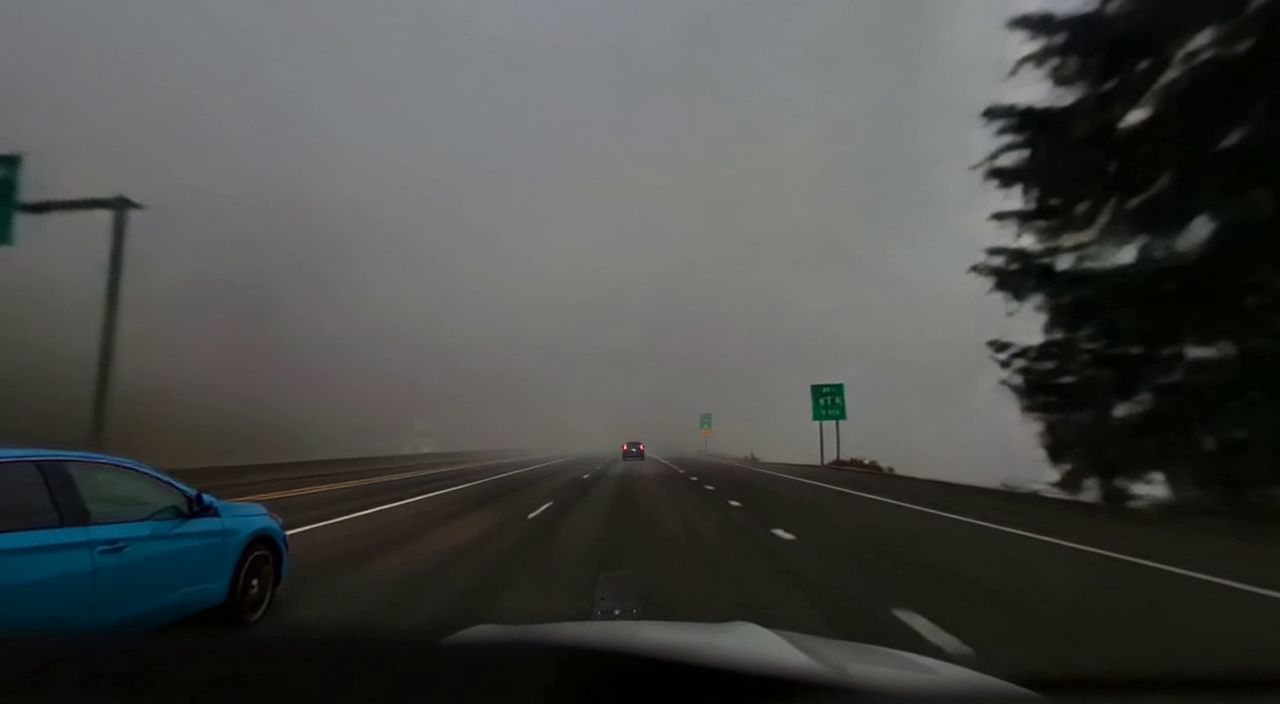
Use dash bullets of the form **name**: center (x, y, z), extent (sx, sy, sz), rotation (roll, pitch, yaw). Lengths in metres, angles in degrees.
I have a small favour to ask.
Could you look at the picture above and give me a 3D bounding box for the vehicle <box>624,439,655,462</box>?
- **vehicle**: center (-0.075, 6.774, 43.459), extent (2.028, 1.440, 3.690), rotation (0, -8, -1)
